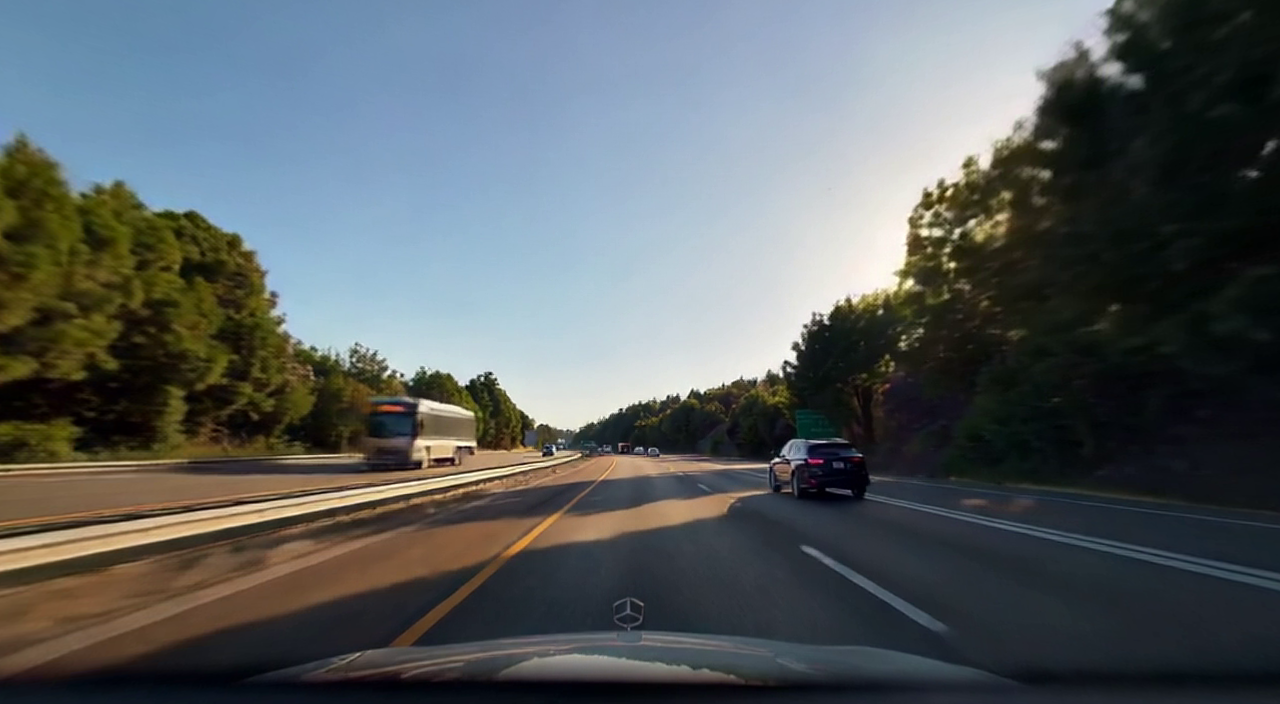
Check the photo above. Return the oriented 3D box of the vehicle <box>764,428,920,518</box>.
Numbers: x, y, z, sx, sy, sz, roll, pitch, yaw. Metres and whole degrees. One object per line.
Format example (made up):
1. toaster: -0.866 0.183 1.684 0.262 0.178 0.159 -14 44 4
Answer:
1. vehicle: 4.223 2.608 14.041 1.933 1.663 4.440 0 -9 -1
